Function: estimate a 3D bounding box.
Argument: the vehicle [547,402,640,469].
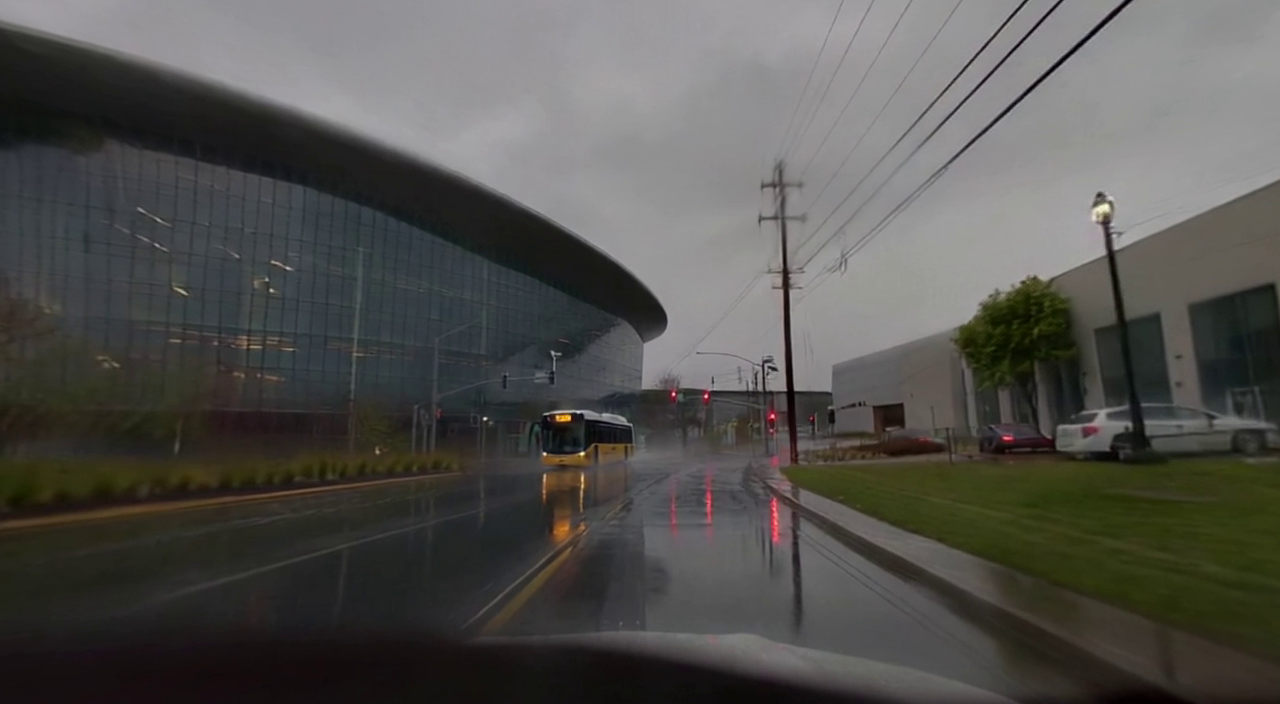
[{"bbox_3d":[-2.596,5.814,42.747,3.148,3.729,14.894,-1,-9,8],"label":"vehicle"}]

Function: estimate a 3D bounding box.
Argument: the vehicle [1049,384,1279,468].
[{"bbox_3d":[14.003,1.990,16.621,4.647,1.951,2.304,-2,-9,5],"label":"vehicle"}]
